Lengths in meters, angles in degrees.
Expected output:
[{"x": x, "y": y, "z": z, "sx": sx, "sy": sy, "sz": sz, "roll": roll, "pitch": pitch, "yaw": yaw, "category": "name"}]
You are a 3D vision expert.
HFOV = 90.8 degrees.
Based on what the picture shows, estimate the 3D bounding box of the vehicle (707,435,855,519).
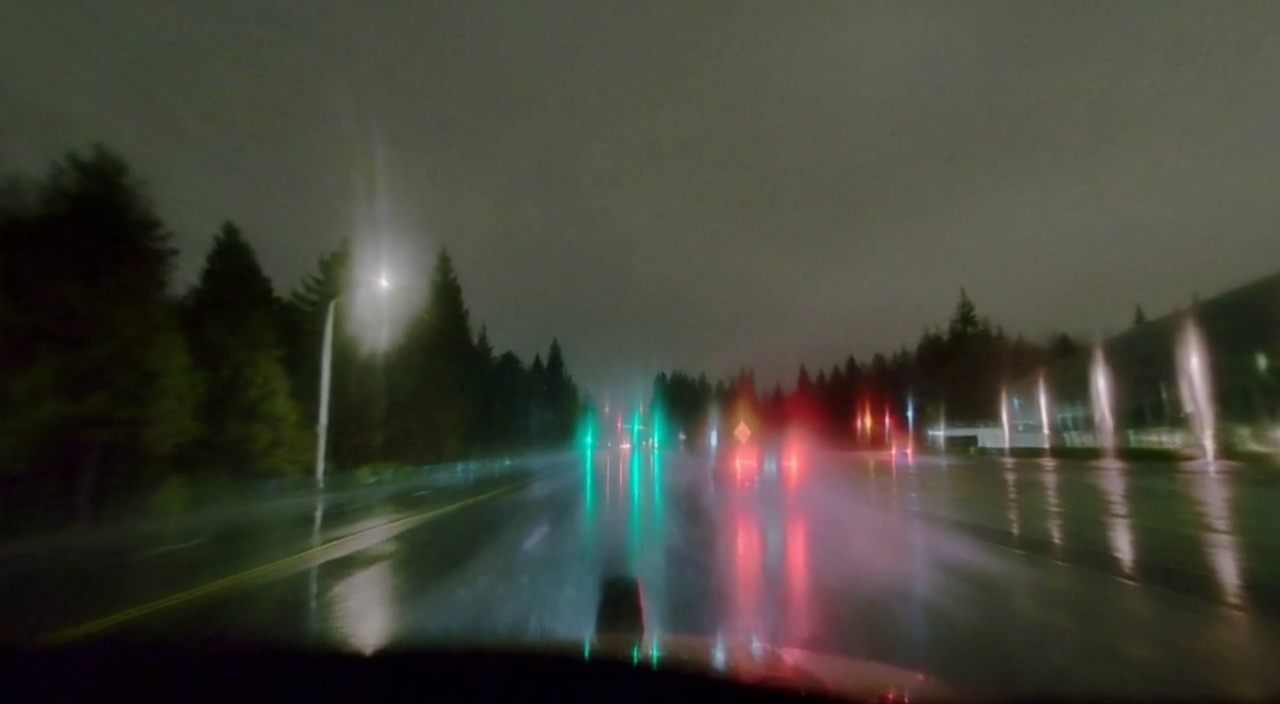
[{"x": 2.733, "y": 2.555, "z": 13.477, "sx": 2.042, "sy": 1.469, "sz": 4.470, "roll": 0, "pitch": -8, "yaw": -1, "category": "vehicle"}]
